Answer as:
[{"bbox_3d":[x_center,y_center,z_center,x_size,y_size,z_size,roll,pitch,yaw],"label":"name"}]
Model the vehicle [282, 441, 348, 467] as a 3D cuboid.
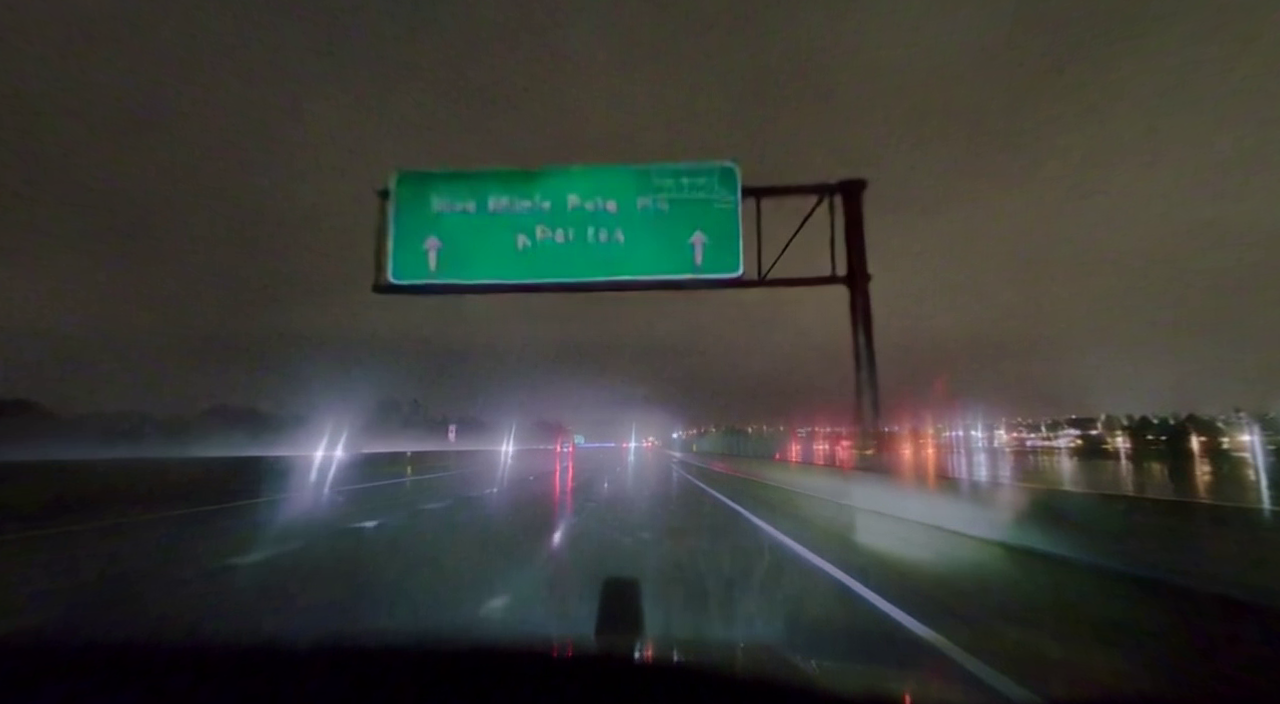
[{"bbox_3d":[-20.296,6.365,39.460,1.967,1.517,3.971,0,-9,0],"label":"vehicle"}]
